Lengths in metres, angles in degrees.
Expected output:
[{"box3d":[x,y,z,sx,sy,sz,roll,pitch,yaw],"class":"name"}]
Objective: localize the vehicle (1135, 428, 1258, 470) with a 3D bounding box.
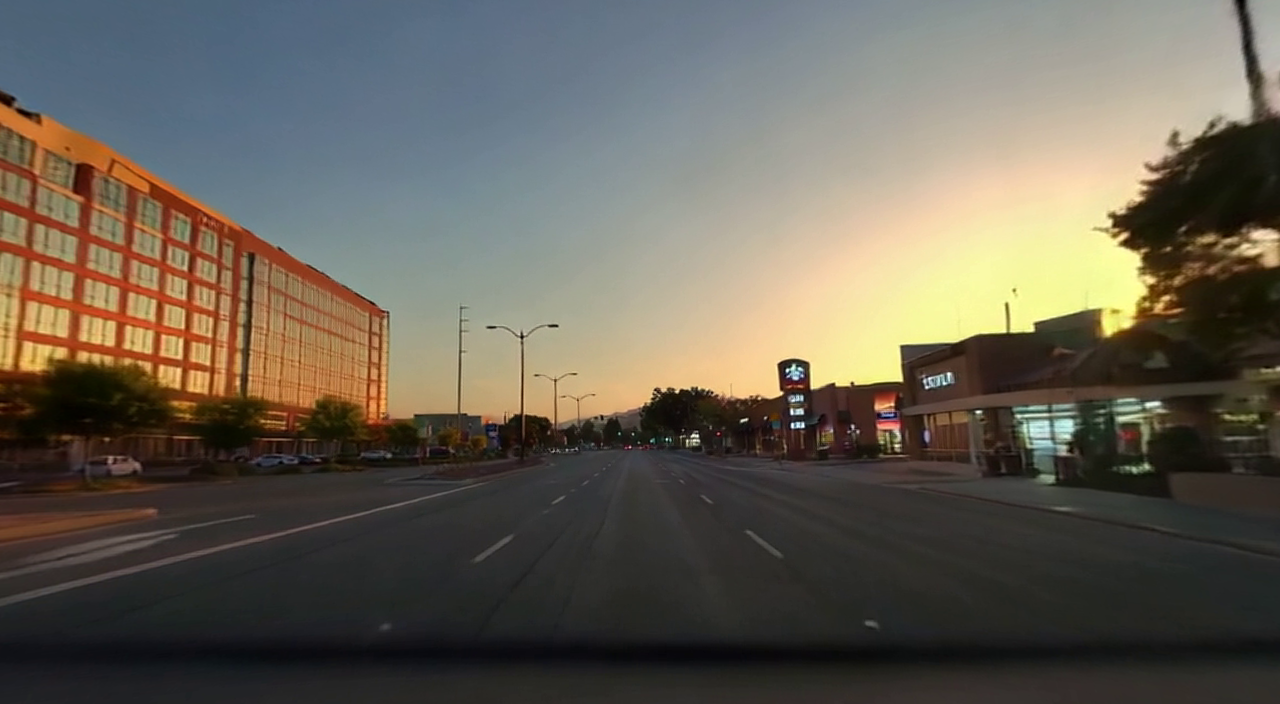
[{"box3d":[29.782,5.158,33.794,6.327,1.962,2.210,2,-9,-23],"class":"vehicle"}]
